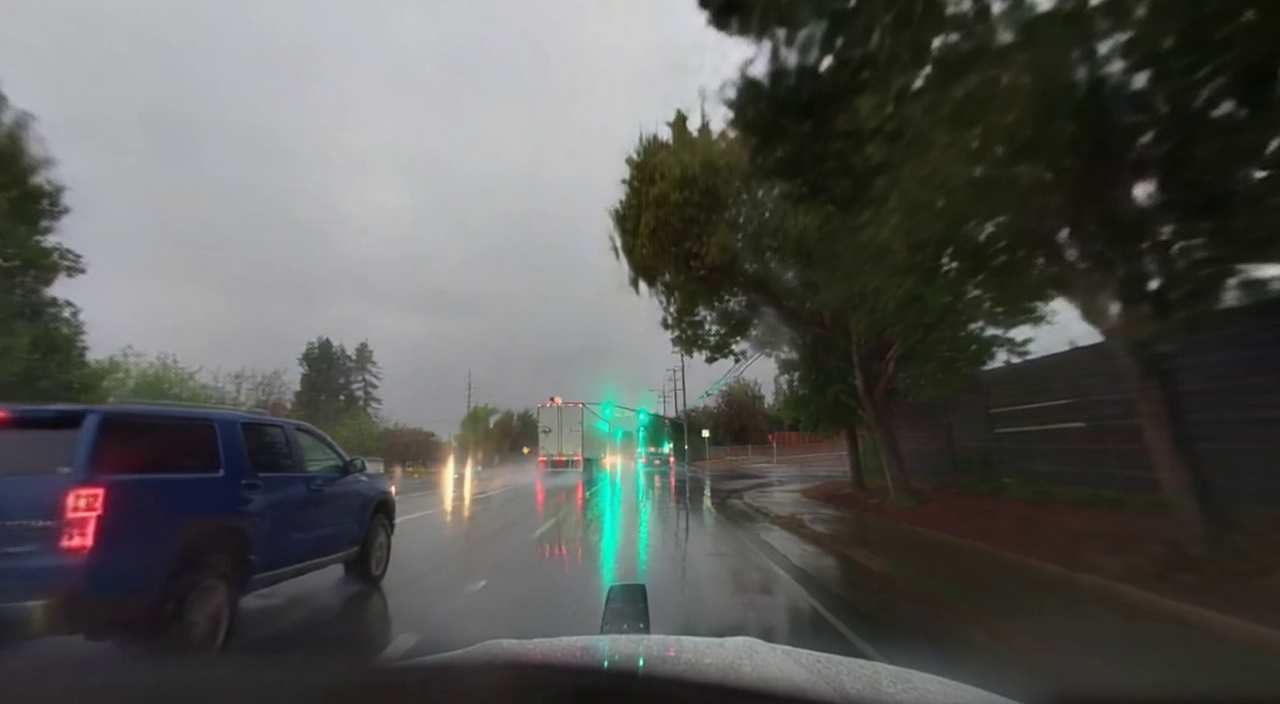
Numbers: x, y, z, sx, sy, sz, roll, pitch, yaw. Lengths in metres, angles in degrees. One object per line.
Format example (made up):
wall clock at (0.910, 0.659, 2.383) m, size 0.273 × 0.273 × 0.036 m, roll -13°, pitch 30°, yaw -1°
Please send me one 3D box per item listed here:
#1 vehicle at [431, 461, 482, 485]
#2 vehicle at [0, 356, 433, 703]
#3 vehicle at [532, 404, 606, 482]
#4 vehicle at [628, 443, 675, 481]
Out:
vehicle at (-12.880, 8.503, 44.444) m, size 1.959 × 1.502 × 4.647 m, roll 0°, pitch -9°, yaw 3°
vehicle at (-3.509, 1.275, 5.039) m, size 2.093 × 1.832 × 4.508 m, roll 0°, pitch -9°, yaw 1°
vehicle at (-3.566, 4.992, 34.280) m, size 2.928 × 3.658 × 8.980 m, roll 0°, pitch -9°, yaw 0°
vehicle at (0.570, 5.456, 31.359) m, size 2.174 × 1.749 × 4.113 m, roll 0°, pitch -9°, yaw 1°
